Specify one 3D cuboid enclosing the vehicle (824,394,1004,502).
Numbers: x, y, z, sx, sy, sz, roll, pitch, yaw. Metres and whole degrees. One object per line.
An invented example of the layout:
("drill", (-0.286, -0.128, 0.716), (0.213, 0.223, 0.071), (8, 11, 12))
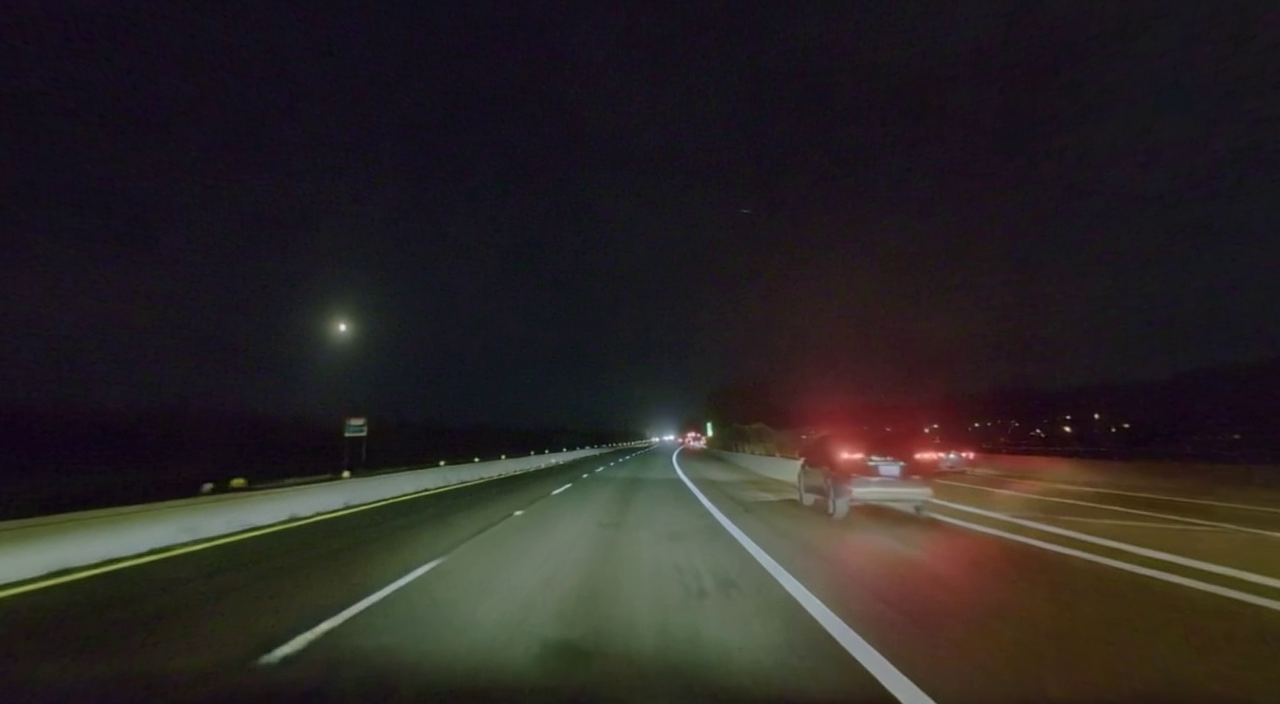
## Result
("vehicle", (5.761, 2.089, 13.909), (1.914, 2.013, 4.041), (0, -8, -3))
